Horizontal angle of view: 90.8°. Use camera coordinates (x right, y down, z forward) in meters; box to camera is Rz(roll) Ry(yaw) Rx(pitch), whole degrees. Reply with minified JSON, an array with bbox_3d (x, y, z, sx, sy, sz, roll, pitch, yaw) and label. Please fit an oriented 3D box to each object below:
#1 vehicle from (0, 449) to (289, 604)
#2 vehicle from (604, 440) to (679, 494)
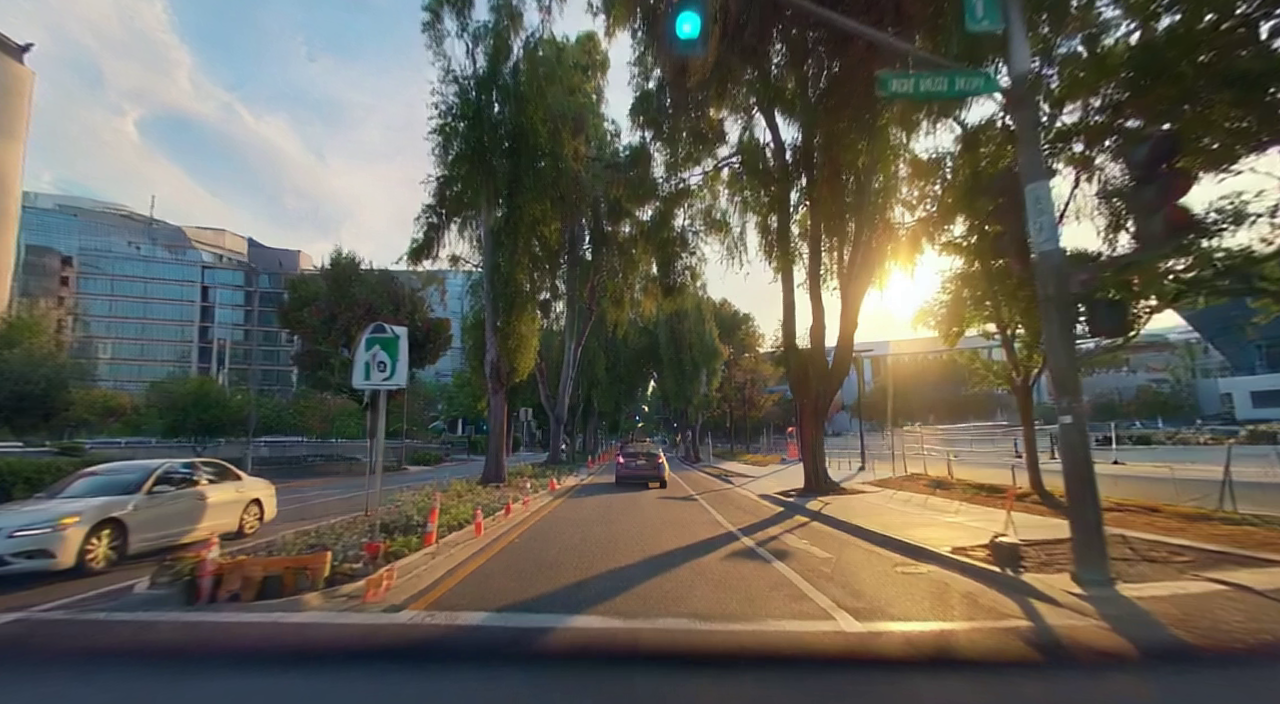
[{"bbox_3d":[-6.949,2.033,8.399,1.933,1.433,4.590,0,-8,0],"label":"vehicle"},{"bbox_3d":[0.069,3.571,20.059,2.114,1.493,4.430,0,-8,1],"label":"vehicle"}]
